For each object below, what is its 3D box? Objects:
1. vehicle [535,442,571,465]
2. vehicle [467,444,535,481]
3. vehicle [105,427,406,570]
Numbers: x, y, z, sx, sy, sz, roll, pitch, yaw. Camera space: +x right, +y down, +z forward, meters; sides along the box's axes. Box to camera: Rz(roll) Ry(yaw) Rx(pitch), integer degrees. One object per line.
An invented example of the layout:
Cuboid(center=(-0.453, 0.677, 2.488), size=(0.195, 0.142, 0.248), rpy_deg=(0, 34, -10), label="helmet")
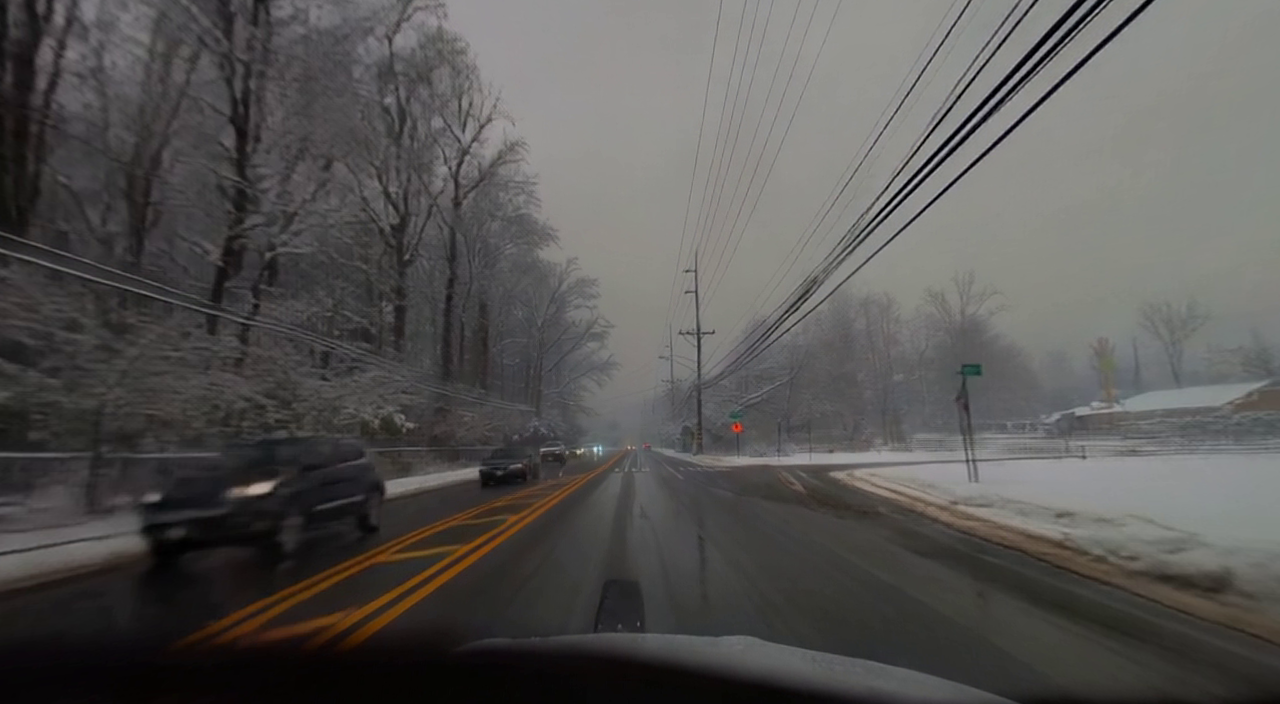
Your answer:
Cuboid(center=(-6.657, 7.804, 48.730), size=(2.157, 1.711, 4.460), rpy_deg=(0, -9, 0), label="vehicle")
Cuboid(center=(-6.124, 4.921, 28.403), size=(2.043, 1.484, 4.532), rpy_deg=(0, -9, 0), label="vehicle")
Cuboid(center=(-5.193, 1.993, 9.372), size=(2.001, 1.616, 4.064), rpy_deg=(0, -9, -2), label="vehicle")
